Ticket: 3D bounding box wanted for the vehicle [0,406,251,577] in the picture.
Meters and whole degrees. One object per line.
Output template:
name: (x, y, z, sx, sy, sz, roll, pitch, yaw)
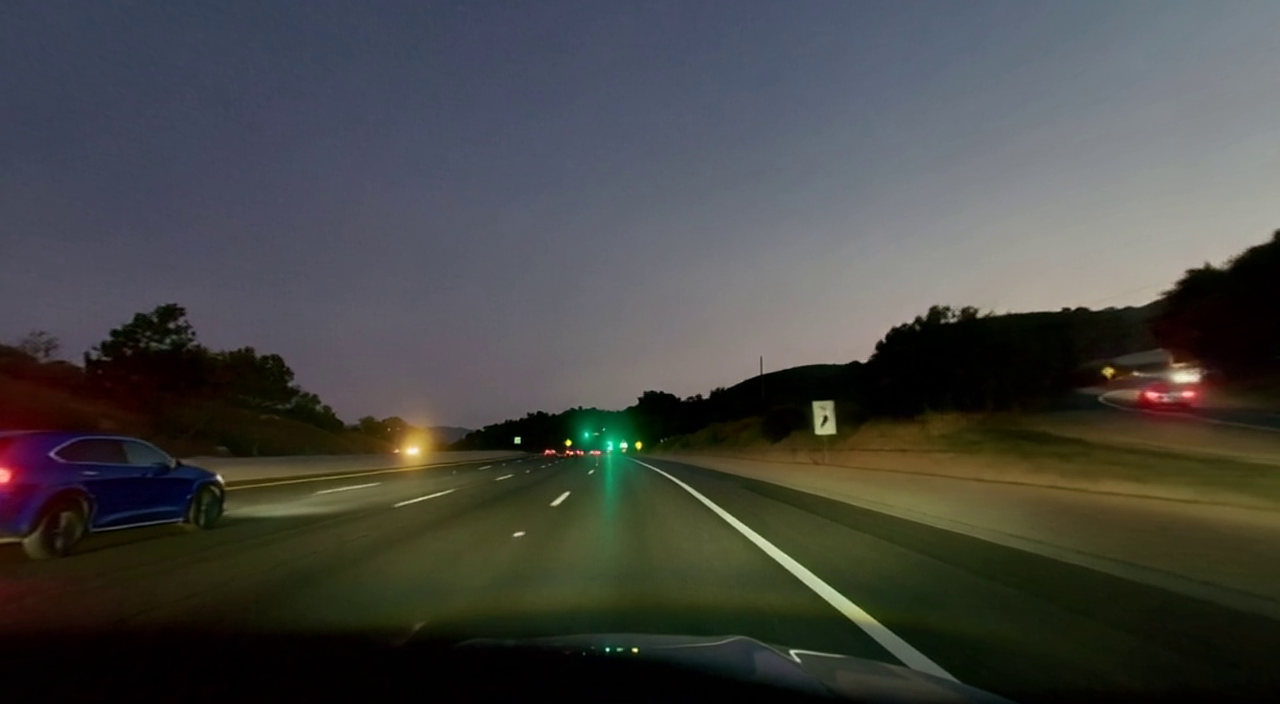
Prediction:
vehicle: (-7.503, 1.671, 8.120, 2.046, 1.712, 4.533, 0, -8, 0)
